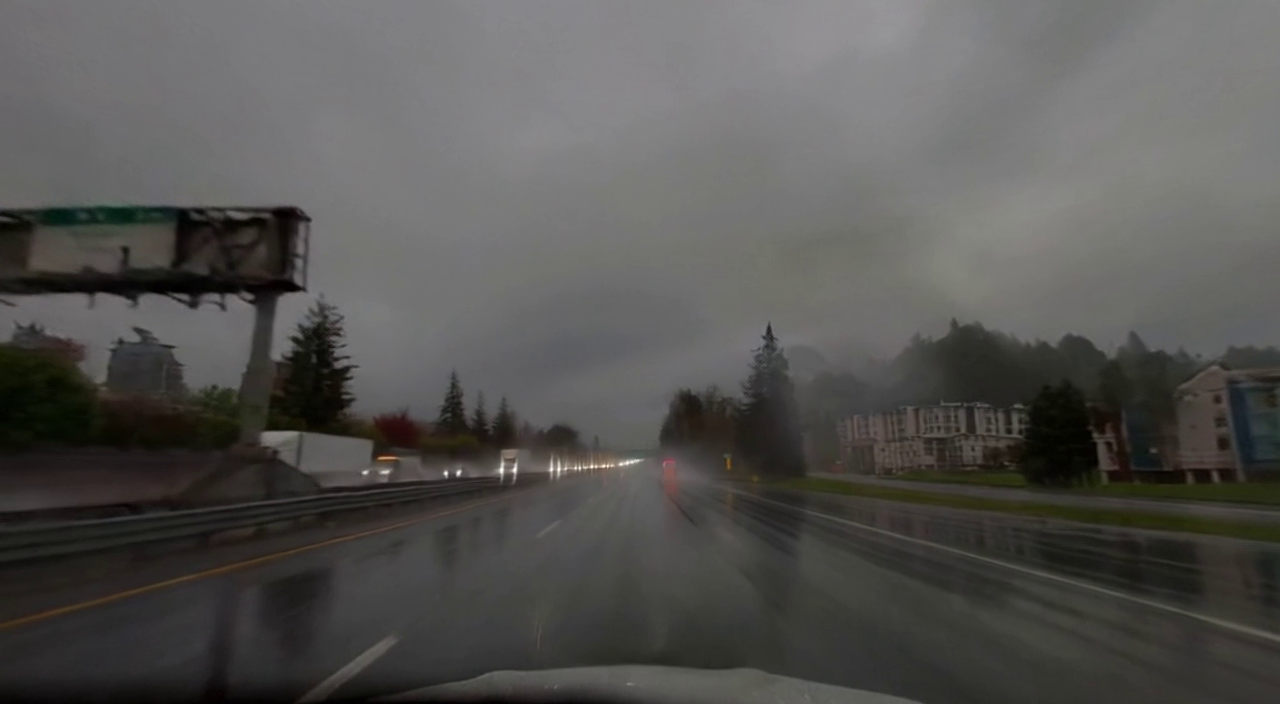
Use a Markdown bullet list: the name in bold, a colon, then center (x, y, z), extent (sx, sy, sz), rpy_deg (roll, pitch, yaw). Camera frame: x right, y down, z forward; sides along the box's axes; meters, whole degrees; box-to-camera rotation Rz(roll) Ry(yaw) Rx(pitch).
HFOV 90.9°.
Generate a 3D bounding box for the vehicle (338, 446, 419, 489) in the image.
- **vehicle**: center (-20.182, 9.018, 49.193), extent (2.847, 3.022, 7.806), rpy_deg (1, -10, 0)

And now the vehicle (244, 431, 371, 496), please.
- **vehicle**: center (-20.102, 6.924, 38.906), extent (2.878, 3.472, 8.849), rpy_deg (1, -10, 0)
